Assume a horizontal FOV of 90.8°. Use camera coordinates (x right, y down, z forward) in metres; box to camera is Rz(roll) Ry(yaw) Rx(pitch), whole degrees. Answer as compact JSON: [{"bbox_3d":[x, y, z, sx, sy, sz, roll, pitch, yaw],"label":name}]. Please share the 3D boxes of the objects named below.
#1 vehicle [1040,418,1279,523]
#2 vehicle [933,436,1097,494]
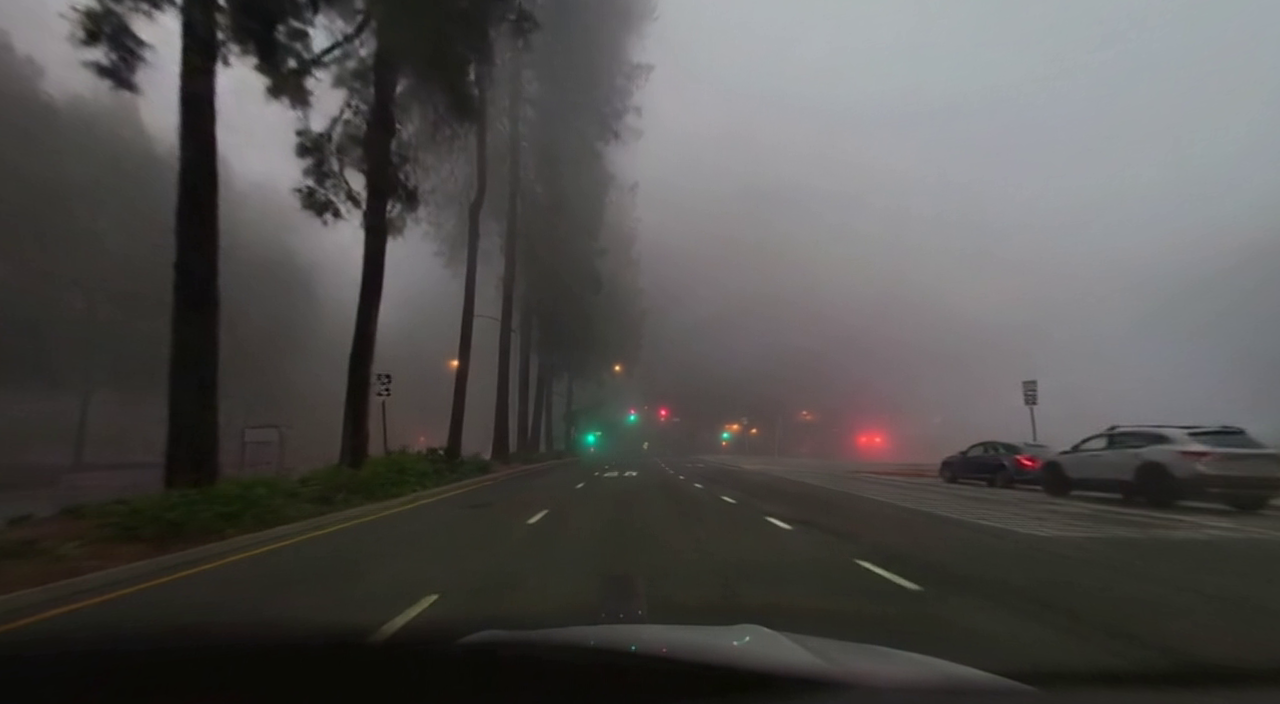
[{"bbox_3d":[10.771,2.326,12.941,1.947,1.716,4.861,0,-8,0],"label":"vehicle"},{"bbox_3d":[10.913,3.310,18.919,2.043,1.491,4.627,0,-8,0],"label":"vehicle"}]
